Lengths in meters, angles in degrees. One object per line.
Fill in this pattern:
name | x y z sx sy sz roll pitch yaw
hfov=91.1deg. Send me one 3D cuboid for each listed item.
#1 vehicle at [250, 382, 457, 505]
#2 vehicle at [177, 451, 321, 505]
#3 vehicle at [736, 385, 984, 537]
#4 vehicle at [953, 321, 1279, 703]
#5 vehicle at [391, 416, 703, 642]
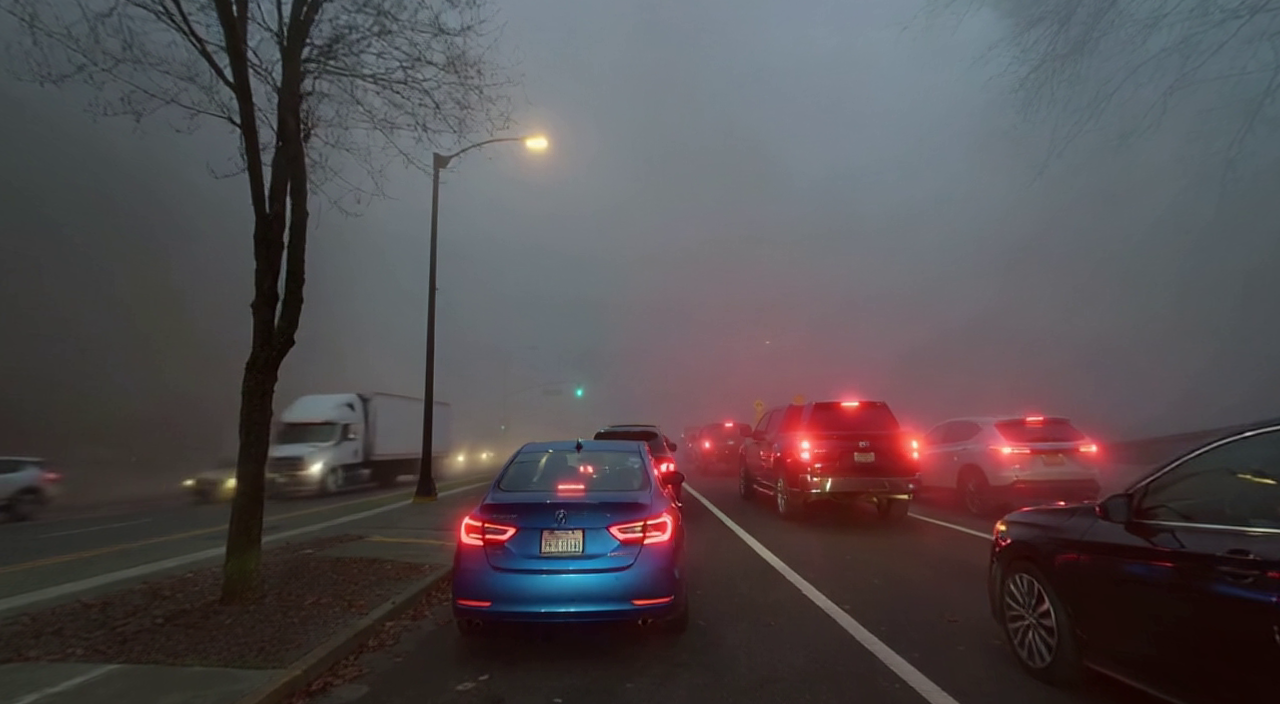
vehicle | -8.880 3.059 21.038 2.931 3.265 8.387 0 -9 0
vehicle | -12.614 4.060 20.634 2.055 1.524 4.074 0 -9 1
vehicle | 3.515 1.945 11.689 2.444 2.098 5.766 0 -8 -1
vehicle | 3.157 0.751 2.066 1.982 1.709 4.427 0 -9 1
vehicle | -0.581 1.499 6.327 2.111 1.506 4.018 0 -9 2
